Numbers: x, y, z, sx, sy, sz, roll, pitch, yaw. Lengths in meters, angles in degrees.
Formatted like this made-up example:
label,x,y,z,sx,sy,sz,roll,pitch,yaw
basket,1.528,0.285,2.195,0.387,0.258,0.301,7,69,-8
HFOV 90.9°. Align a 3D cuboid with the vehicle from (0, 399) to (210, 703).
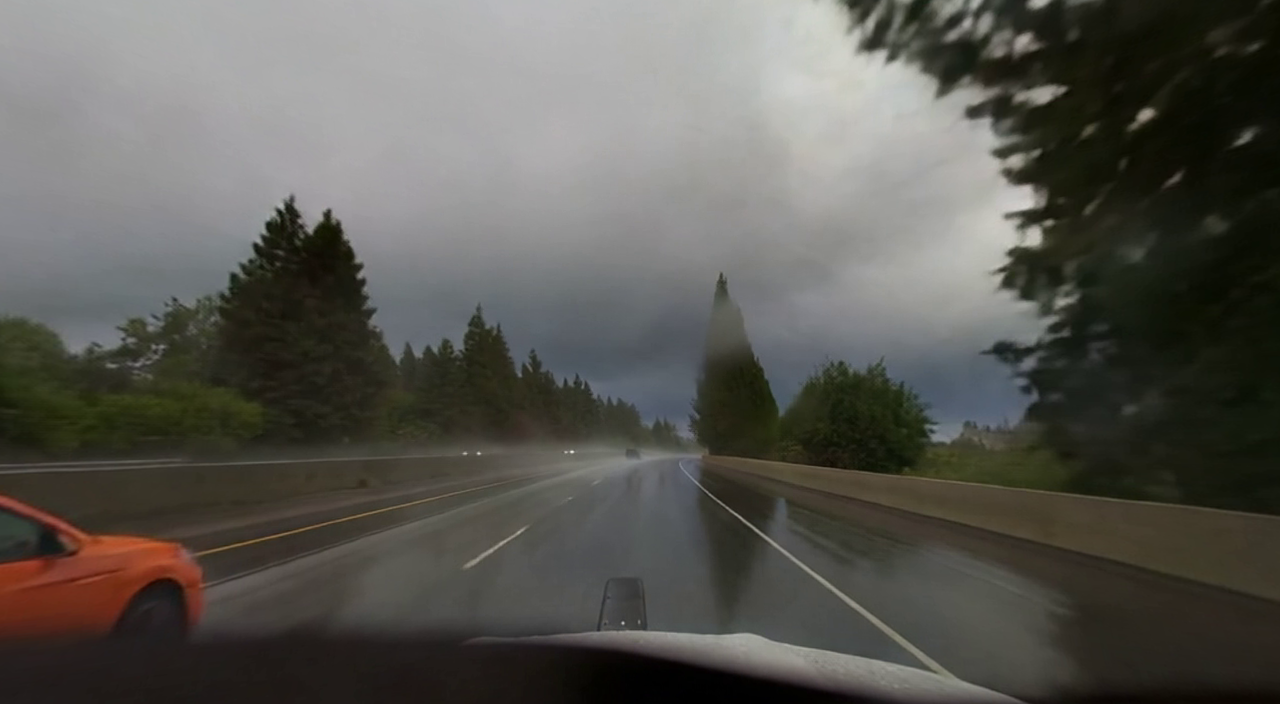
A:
label,x,y,z,sx,sy,sz,roll,pitch,yaw
vehicle,-3.466,0.778,1.477,1.934,1.486,4.115,0,-9,1
